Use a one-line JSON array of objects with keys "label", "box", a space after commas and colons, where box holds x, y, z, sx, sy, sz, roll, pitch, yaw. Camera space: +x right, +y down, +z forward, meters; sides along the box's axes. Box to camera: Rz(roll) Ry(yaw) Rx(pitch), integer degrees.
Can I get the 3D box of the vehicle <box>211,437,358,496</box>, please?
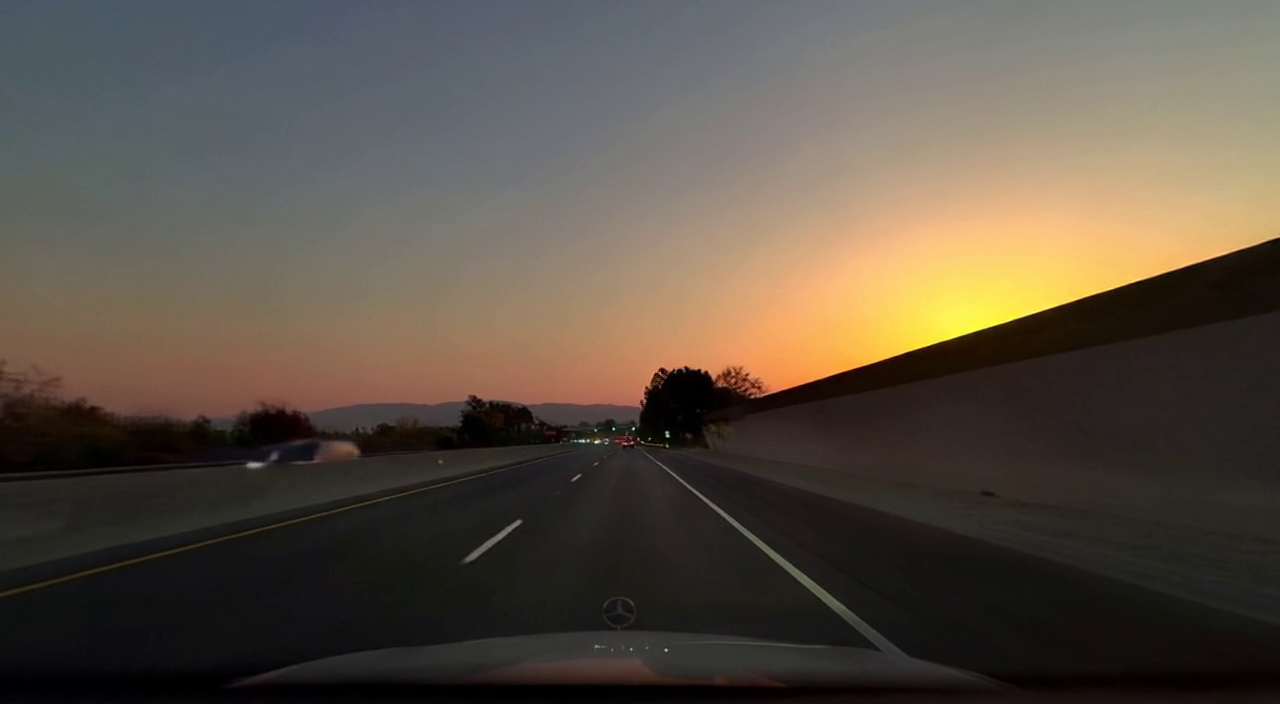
[{"label": "vehicle", "box": [-10.297, 3.296, 18.631, 1.889, 1.554, 4.163, 0, -8, 0]}]
